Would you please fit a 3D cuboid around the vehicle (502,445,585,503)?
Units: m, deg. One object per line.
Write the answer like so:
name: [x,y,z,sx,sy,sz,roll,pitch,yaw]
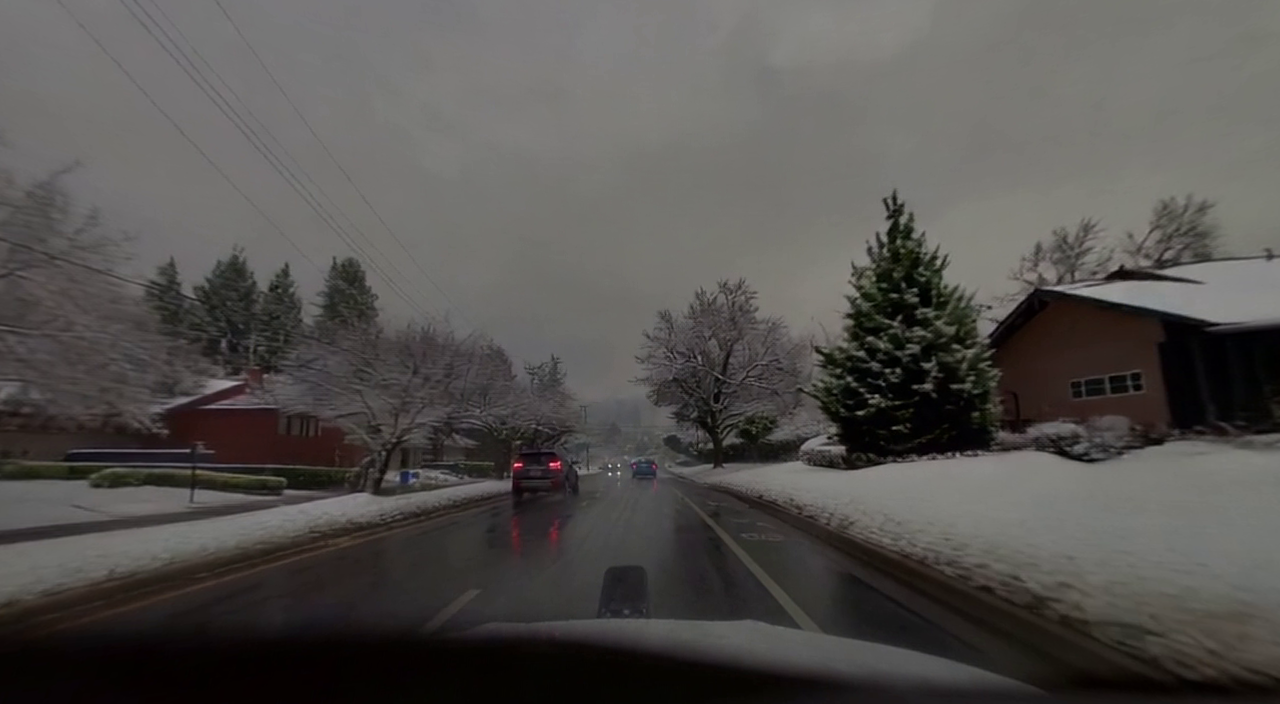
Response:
vehicle: [-3.150,4.078,21.576,2.073,1.770,4.302,0,-8,1]
